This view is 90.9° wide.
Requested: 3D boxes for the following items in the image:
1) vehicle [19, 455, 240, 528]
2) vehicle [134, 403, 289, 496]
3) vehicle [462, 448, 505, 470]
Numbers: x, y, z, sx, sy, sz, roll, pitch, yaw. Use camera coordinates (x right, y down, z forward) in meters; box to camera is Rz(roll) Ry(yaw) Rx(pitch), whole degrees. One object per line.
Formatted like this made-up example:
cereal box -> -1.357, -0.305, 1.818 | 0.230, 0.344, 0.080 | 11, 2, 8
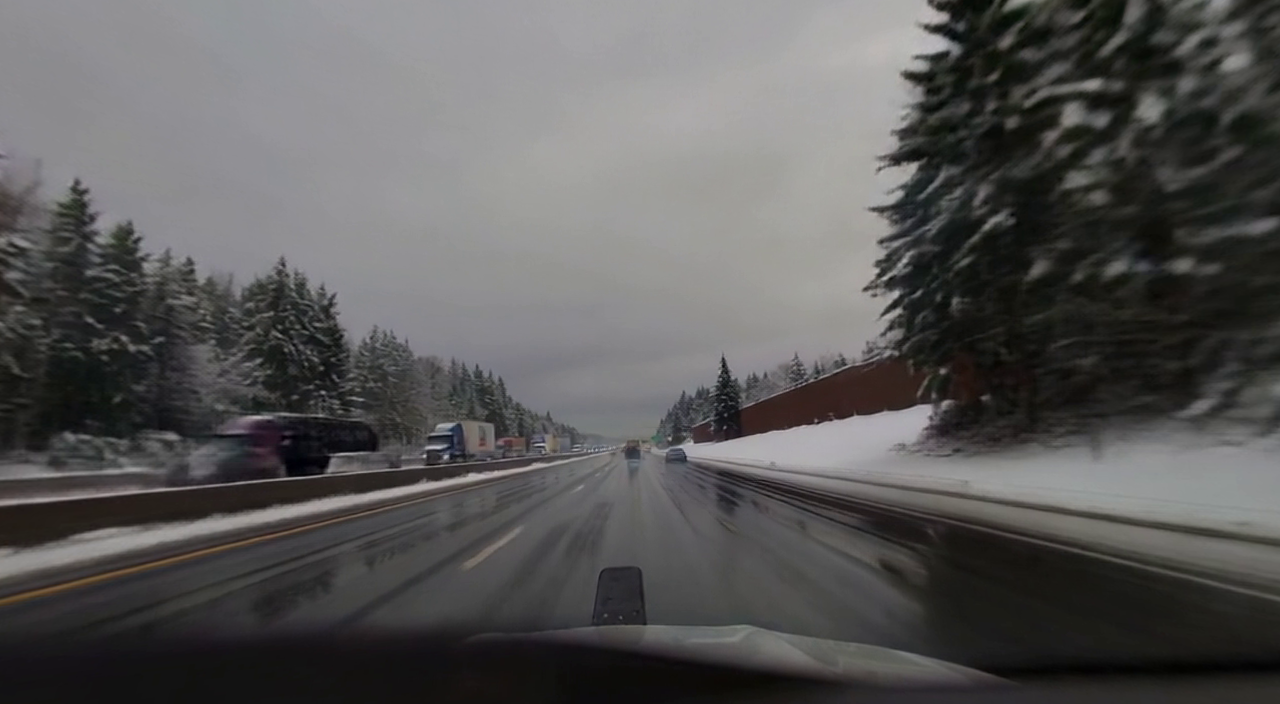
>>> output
vehicle -> -11.878, 3.224, 15.125 | 1.862, 1.445, 4.101 | 0, -9, -1
vehicle -> -20.241, 4.681, 30.353 | 2.966, 3.997, 6.255 | 0, -9, -2
vehicle -> -11.498, 7.887, 46.563 | 1.964, 1.522, 4.419 | 0, -9, 1
